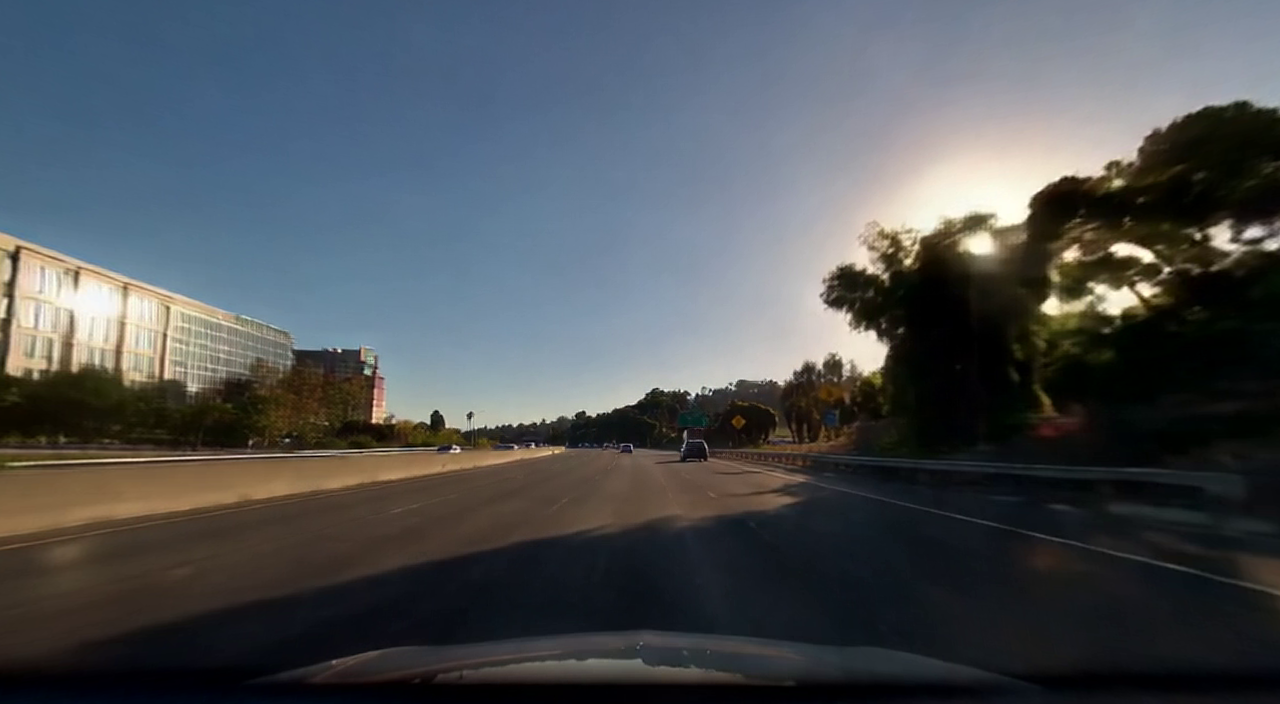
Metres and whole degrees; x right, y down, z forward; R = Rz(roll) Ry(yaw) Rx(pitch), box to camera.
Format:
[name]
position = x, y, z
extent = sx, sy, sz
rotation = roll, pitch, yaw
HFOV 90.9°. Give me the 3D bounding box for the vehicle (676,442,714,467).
[vehicle]
position = 3.454, 6.520, 40.402
extent = 1.926, 1.477, 4.025
rotation = 0, -8, -2
